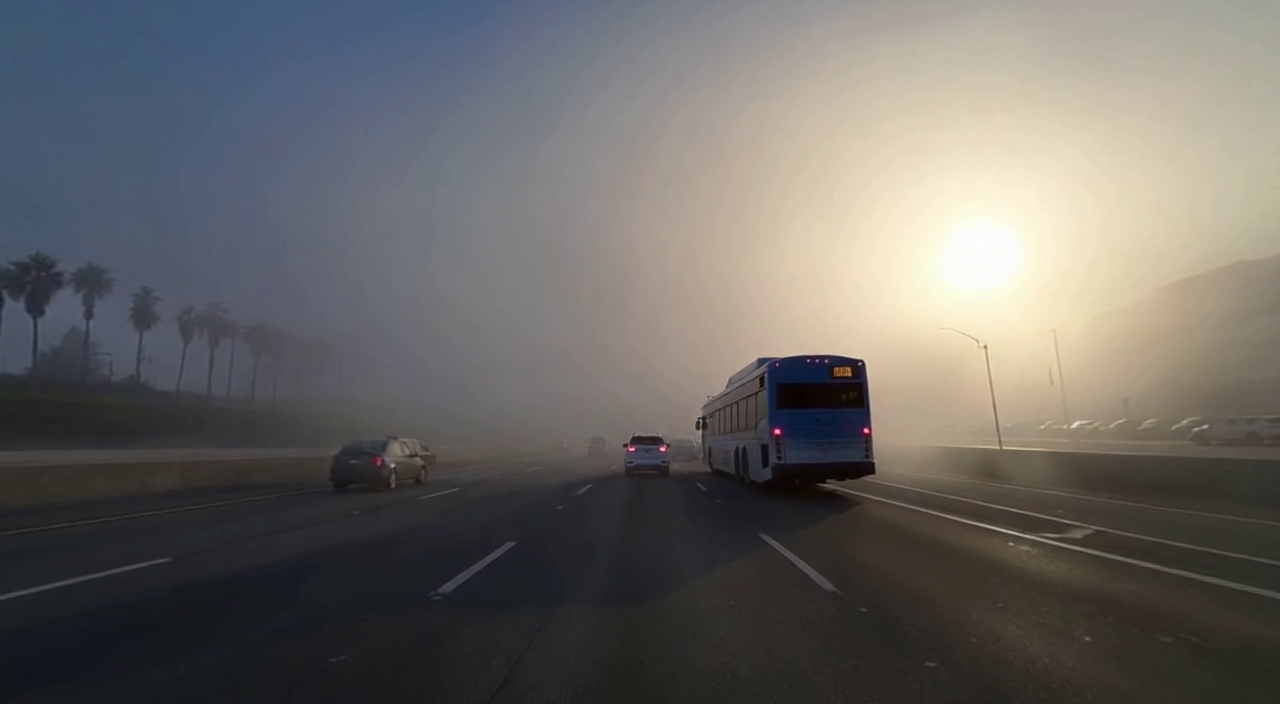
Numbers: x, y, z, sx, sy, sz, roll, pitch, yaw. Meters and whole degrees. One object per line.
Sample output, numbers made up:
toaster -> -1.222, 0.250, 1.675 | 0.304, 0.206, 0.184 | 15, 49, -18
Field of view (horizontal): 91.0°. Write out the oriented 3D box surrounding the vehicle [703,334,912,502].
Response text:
vehicle -> 4.289, 2.467, 20.644 | 3.020, 3.622, 14.302 | 0, -9, 0

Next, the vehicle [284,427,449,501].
vehicle -> -7.208, 3.017, 17.340 | 2.291, 1.729, 4.879 | 0, -9, 1

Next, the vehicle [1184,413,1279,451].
vehicle -> 30.604, 4.111, 31.897 | 2.003, 1.777, 4.990 | -1, -9, 6

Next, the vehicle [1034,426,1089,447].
vehicle -> 32.749, 6.625, 49.084 | 1.795, 1.481, 3.986 | -1, -9, 5

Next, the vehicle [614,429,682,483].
vehicle -> 0.302, 3.801, 23.263 | 2.268, 1.796, 4.280 | 0, -9, 1
